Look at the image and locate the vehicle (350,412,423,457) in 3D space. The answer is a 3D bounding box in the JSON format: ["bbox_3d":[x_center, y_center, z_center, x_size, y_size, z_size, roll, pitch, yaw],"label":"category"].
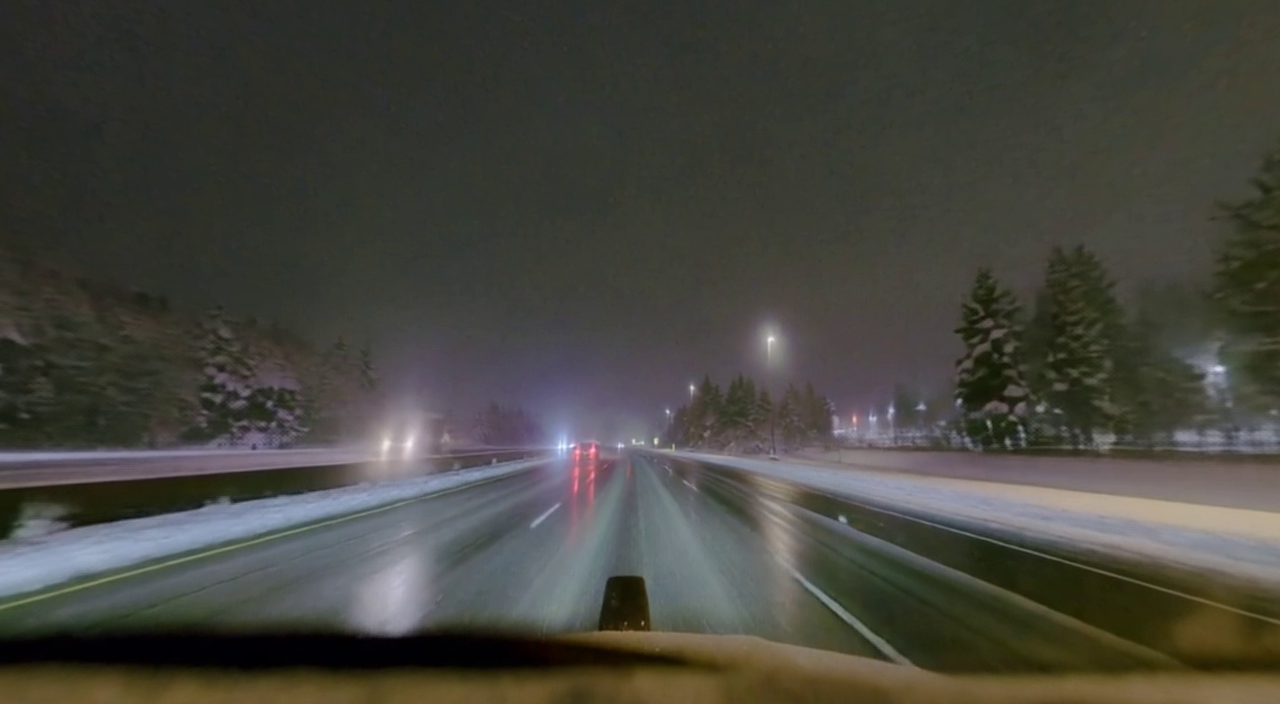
[{"bbox_3d":[-16.811,5.582,42.180,2.381,2.780,6.049,0,-8,0],"label":"vehicle"}]

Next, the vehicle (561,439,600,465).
[{"bbox_3d":[-3.897,6.671,42.263,2.160,1.608,5.012,0,-8,0],"label":"vehicle"}]
